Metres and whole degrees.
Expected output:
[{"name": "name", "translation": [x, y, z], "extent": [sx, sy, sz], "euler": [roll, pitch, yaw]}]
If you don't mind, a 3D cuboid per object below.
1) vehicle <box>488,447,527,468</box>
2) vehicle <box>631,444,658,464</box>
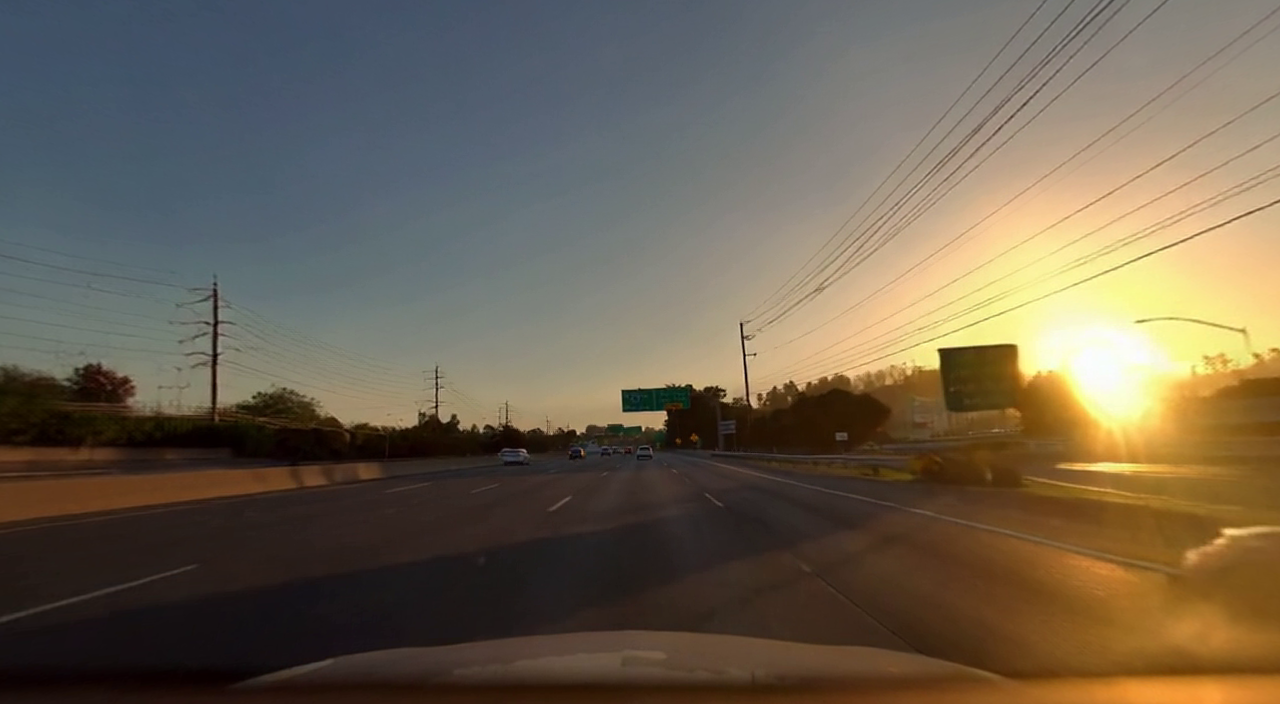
[{"name": "vehicle", "translation": [-10.055, 8.046, 48.228], "extent": [1.947, 1.528, 4.355], "euler": [0, -8, 1]}, {"name": "vehicle", "translation": [0.307, 7.893, 48.993], "extent": [2.036, 1.474, 3.969], "euler": [0, -8, 0]}]
